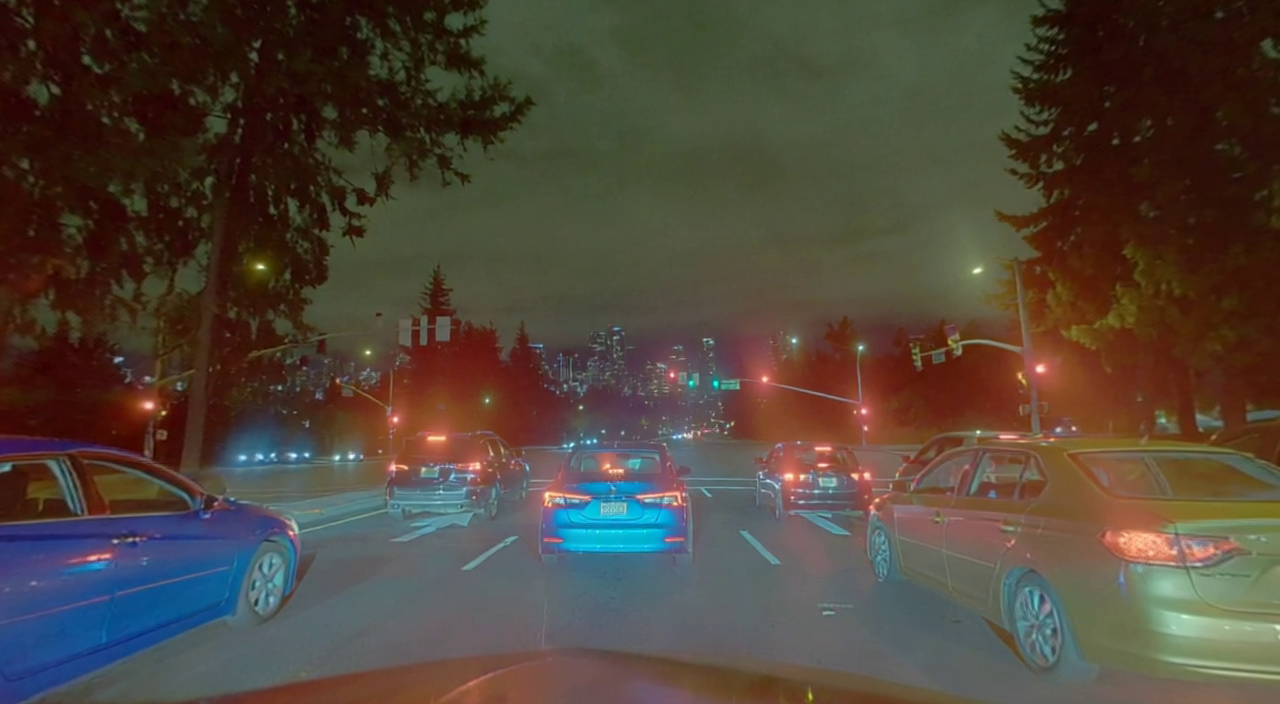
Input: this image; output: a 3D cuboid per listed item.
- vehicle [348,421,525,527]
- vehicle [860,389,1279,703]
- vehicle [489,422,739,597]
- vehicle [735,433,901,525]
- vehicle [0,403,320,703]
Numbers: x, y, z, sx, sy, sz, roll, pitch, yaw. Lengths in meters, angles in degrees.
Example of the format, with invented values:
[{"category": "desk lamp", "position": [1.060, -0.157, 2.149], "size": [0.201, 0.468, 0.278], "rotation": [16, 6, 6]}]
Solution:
[{"category": "vehicle", "position": [-3.727, 2.307, 12.494], "size": [1.961, 1.714, 4.268], "rotation": [0, -8, 2]}, {"category": "vehicle", "position": [3.137, 1.150, 4.058], "size": [1.903, 1.480, 4.270], "rotation": [0, -8, 0]}, {"category": "vehicle", "position": [-0.257, 1.641, 7.408], "size": [2.147, 1.479, 3.803], "rotation": [0, -8, -1]}, {"category": "vehicle", "position": [3.184, 2.335, 12.330], "size": [1.975, 1.460, 4.357], "rotation": [0, -8, 0]}, {"category": "vehicle", "position": [-3.637, 1.021, 3.004], "size": [1.935, 1.482, 4.433], "rotation": [0, -8, -1]}]
